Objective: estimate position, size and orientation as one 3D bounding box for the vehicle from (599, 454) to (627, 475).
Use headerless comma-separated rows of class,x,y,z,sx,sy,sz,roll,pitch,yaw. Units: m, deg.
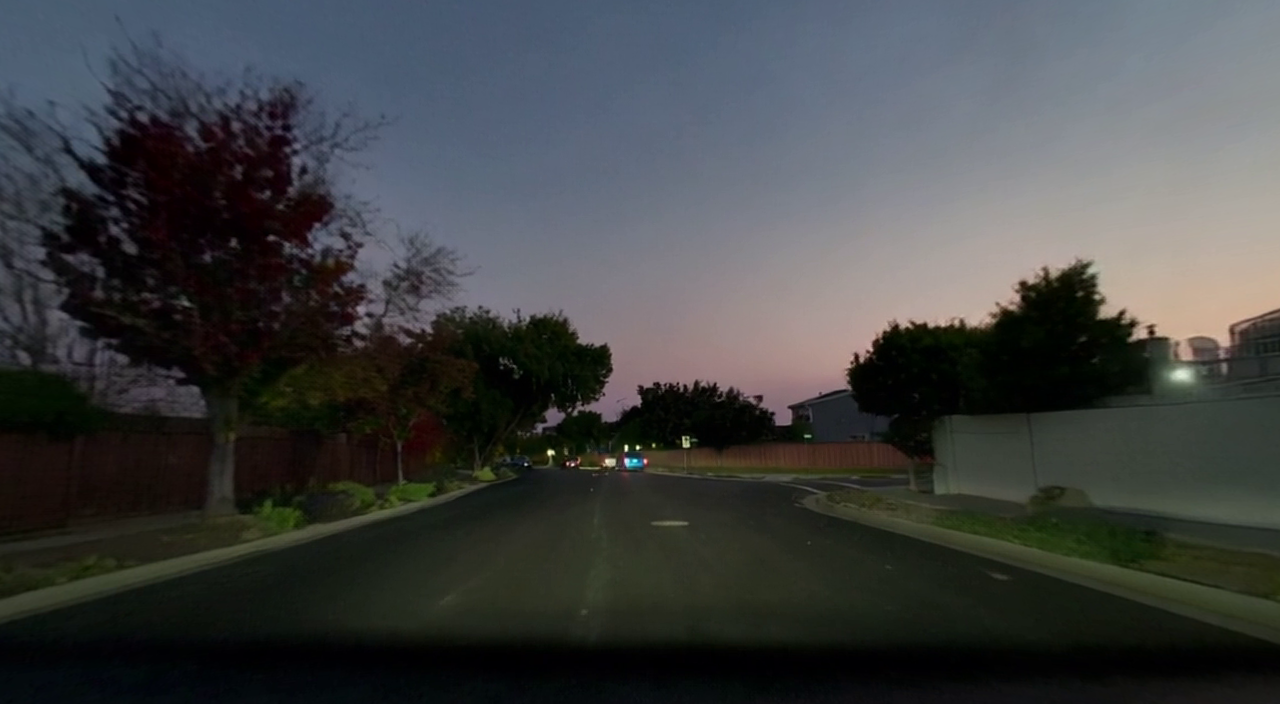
vehicle,-2.127,8.604,48.326,2.064,1.477,3.968,1,-9,-4
